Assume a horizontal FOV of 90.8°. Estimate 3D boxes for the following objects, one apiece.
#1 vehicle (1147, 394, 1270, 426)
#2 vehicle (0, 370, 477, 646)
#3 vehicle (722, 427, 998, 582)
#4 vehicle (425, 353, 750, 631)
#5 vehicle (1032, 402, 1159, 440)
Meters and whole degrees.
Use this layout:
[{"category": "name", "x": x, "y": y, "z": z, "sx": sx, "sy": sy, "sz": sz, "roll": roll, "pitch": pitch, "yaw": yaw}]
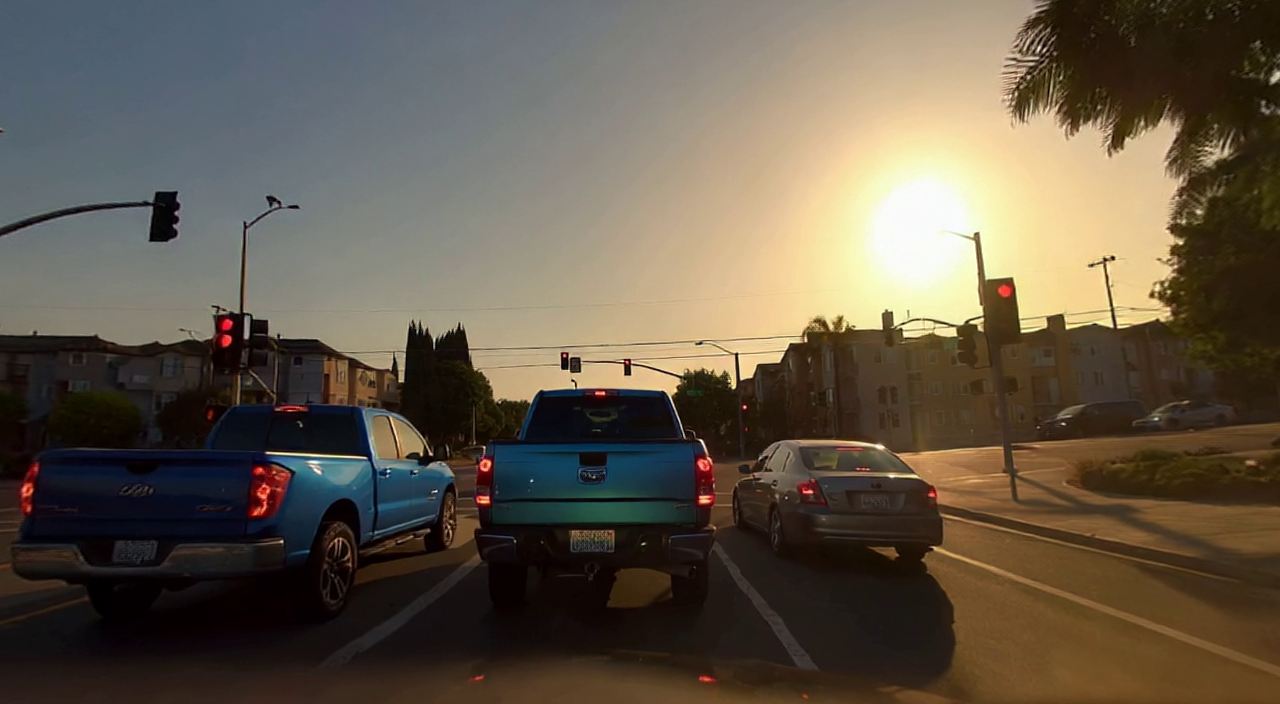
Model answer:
[{"category": "vehicle", "x": 29.323, "y": 3.041, "z": 32.667, "sx": 4.540, "sy": 1.543, "sz": 1.803, "roll": 0, "pitch": -9, "yaw": 1}, {"category": "vehicle", "x": -3.466, "y": 1.414, "z": 6.863, "sx": 2.146, "sy": 1.828, "sz": 5.148, "roll": 0, "pitch": -9, "yaw": -2}, {"category": "vehicle", "x": 2.416, "y": 1.801, "z": 8.328, "sx": 2.016, "sy": 1.481, "sz": 4.336, "roll": 0, "pitch": -9, "yaw": -1}, {"category": "vehicle", "x": -0.399, "y": 1.310, "z": 6.770, "sx": 2.282, "sy": 1.964, "sz": 4.421, "roll": 0, "pitch": -9, "yaw": -1}, {"category": "vehicle", "x": 23.286, "y": 3.589, "z": 32.480, "sx": 4.721, "sy": 1.866, "sz": 2.188, "roll": 0, "pitch": -9, "yaw": 2}]
